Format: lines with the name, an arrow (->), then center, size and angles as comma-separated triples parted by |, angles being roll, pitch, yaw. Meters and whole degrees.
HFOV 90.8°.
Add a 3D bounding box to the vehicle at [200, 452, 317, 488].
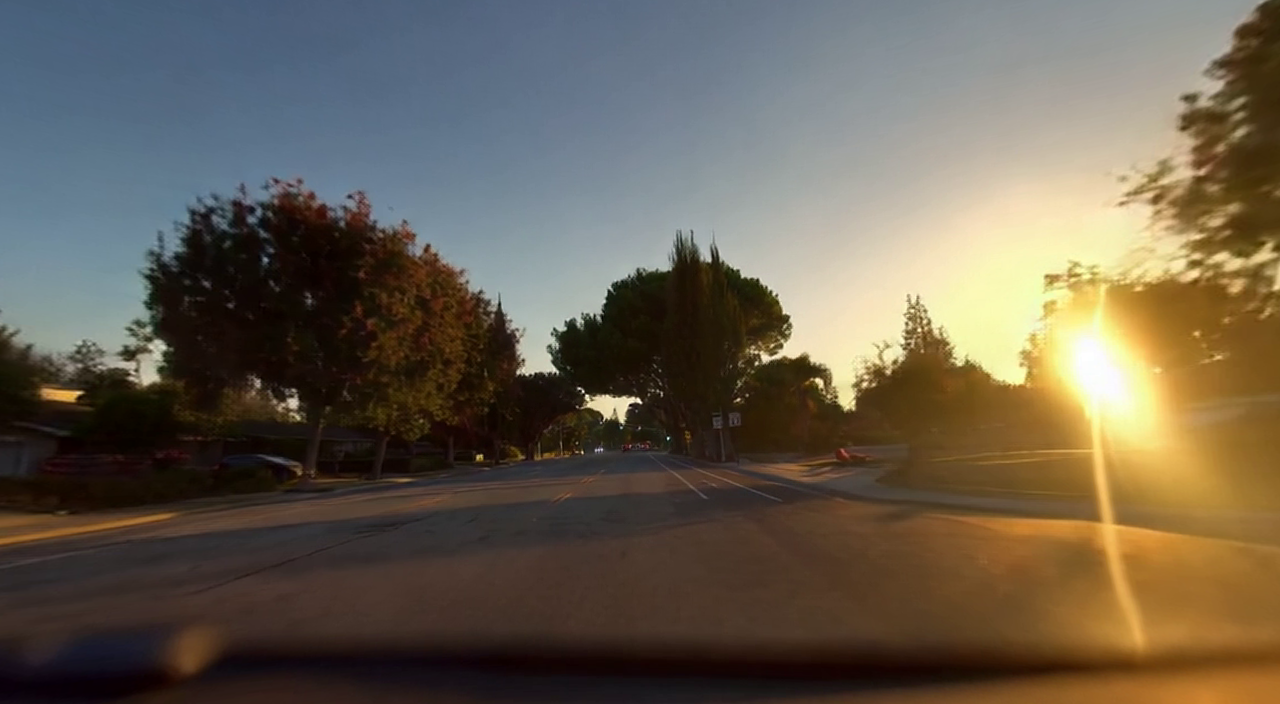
vehicle -> -20.307, 6.259, 33.803 | 4.761, 1.812, 2.206 | 0, -9, -1
